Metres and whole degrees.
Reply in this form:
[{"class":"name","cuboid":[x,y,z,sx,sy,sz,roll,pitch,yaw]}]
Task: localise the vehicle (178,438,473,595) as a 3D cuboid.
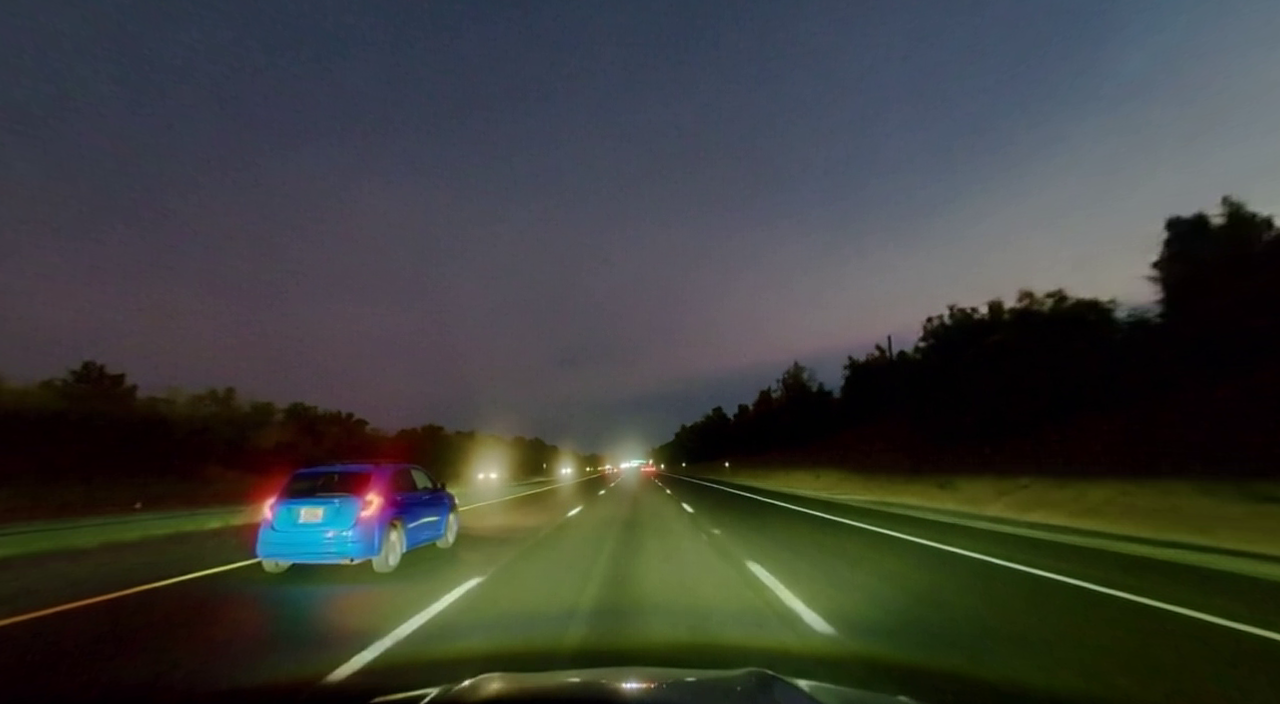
[{"class":"vehicle","cuboid":[-3.721,2.033,8.442,1.797,1.532,4.072,1,-10,0]}]
